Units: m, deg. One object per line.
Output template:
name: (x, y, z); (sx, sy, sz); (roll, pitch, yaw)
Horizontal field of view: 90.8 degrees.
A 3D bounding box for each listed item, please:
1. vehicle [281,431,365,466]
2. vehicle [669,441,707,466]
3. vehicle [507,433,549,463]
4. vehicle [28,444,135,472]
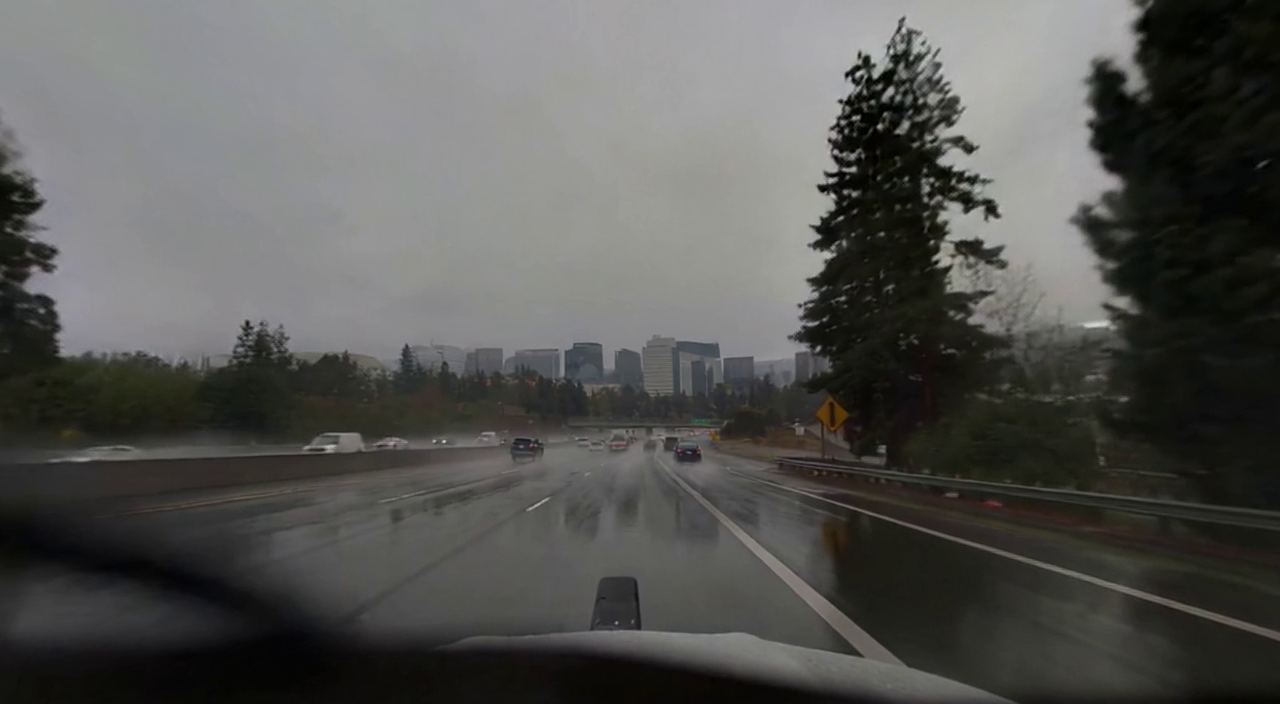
vehicle: (-20.256, 6.209, 40.731); (2.320, 2.019, 5.892); (0, -8, 1)
vehicle: (2.930, 6.290, 39.367); (1.967, 1.475, 4.080); (0, -8, -1)
vehicle: (-7.396, 6.396, 42.026); (2.009, 1.850, 4.338); (0, -8, 0)
vehicle: (-31.056, 5.900, 35.325); (1.826, 1.441, 4.521); (0, -8, 0)
